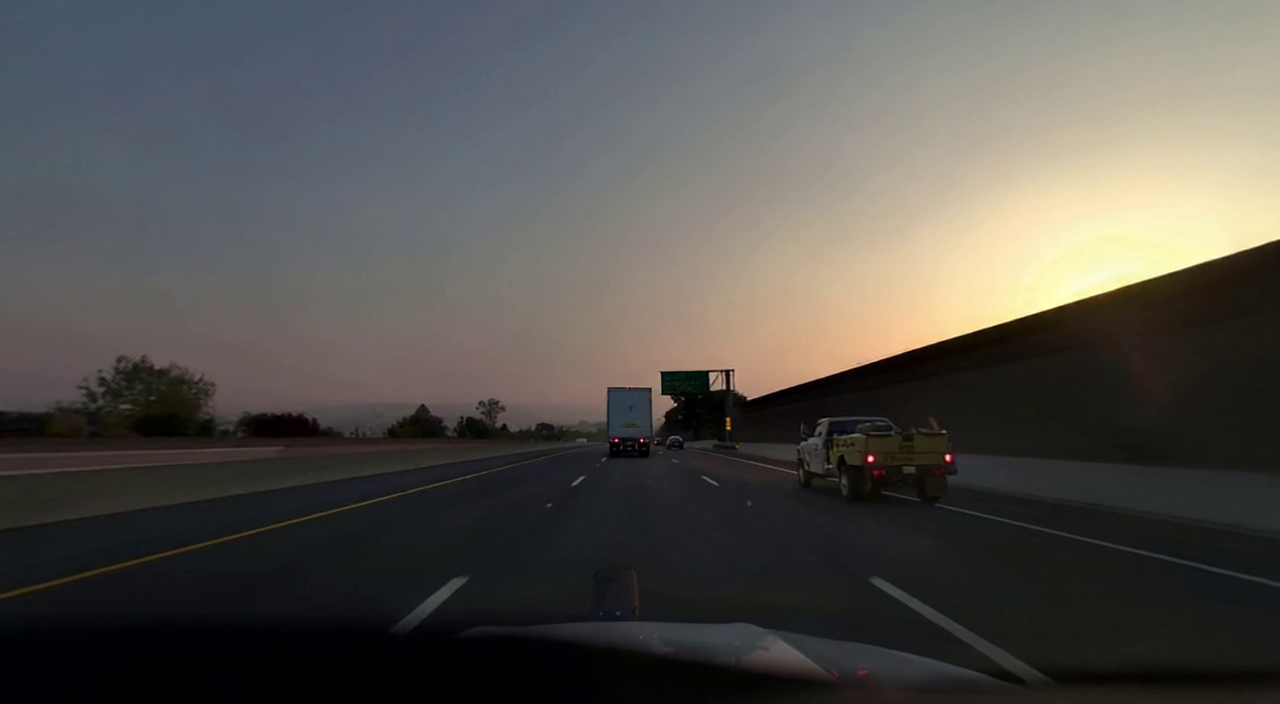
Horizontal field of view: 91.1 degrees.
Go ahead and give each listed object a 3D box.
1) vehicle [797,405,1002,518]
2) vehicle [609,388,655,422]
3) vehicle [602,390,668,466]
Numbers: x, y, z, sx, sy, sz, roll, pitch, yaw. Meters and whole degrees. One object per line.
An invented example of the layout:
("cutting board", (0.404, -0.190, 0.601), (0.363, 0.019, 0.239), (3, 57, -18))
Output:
("vehicle", (4.818, 2.089, 12.615), (2.091, 1.829, 4.625), (0, -8, -1))
("vehicle", (-0.385, 2.647, 30.801), (2.112, 1.472, 4.240), (0, -8, -1))
("vehicle", (-0.499, 4.196, 35.193), (2.953, 3.406, 13.372), (1, -7, -2))
